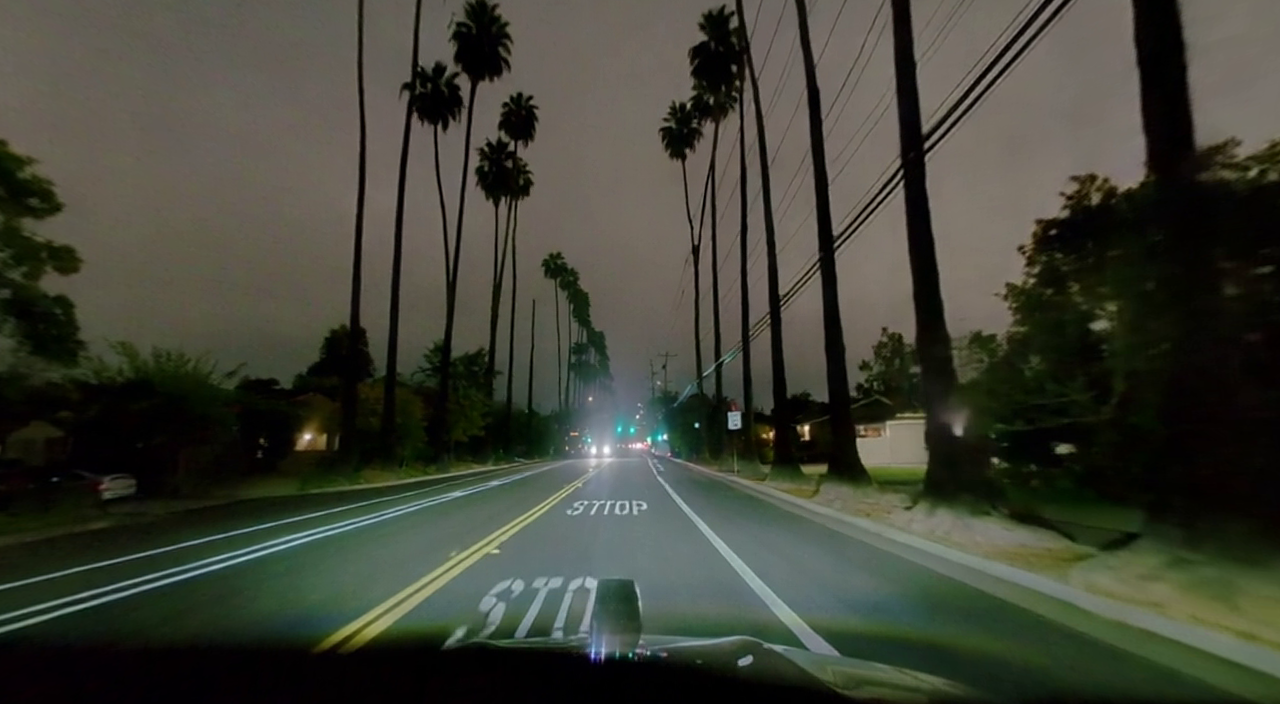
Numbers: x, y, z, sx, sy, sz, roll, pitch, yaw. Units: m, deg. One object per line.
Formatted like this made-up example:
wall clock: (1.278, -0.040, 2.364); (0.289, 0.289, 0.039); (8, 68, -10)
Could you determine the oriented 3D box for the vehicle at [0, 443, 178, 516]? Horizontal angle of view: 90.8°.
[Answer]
vehicle: (-15.385, 3.349, 16.891); (4.454, 1.815, 1.921); (0, -8, -1)
